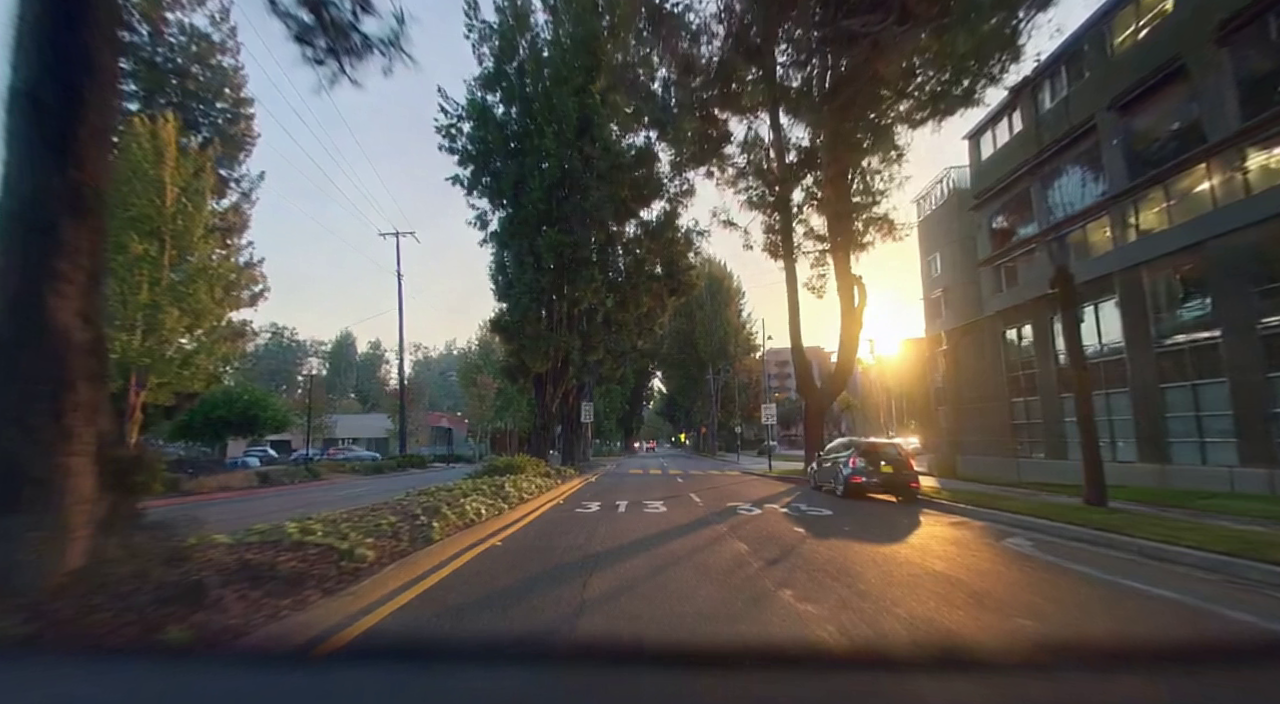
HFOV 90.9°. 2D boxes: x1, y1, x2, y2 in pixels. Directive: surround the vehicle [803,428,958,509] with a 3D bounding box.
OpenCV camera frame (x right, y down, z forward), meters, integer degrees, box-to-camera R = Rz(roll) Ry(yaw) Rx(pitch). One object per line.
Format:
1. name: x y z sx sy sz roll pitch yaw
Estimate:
1. vehicle: 6.156 3.032 17.024 2.104 1.826 5.301 0 -8 0
